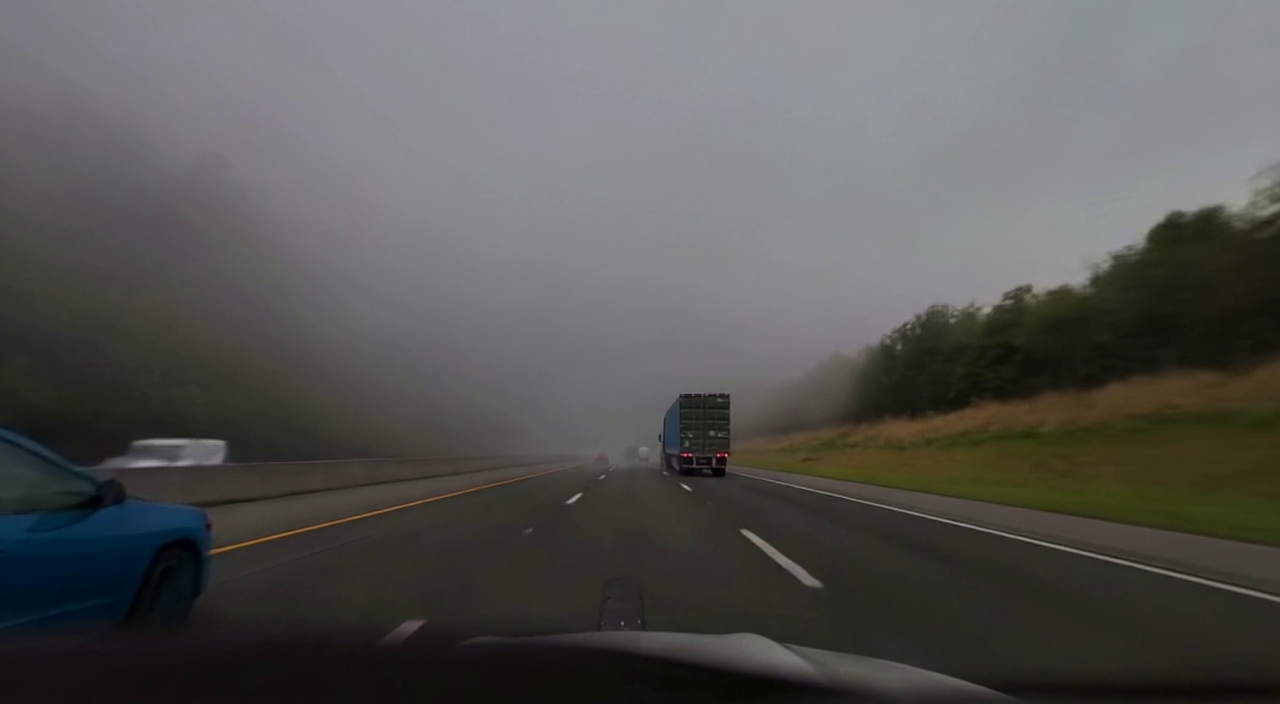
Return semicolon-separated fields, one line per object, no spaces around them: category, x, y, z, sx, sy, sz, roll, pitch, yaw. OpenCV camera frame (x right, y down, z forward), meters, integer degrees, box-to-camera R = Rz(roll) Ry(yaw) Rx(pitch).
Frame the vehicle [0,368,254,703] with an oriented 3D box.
vehicle;-4.065;0.881;2.671;2.115;1.670;4.261;0;-9;0

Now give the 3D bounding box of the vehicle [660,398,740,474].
vehicle;3.630;6.114;44.358;3.532;4.201;17.611;0;-9;-1
